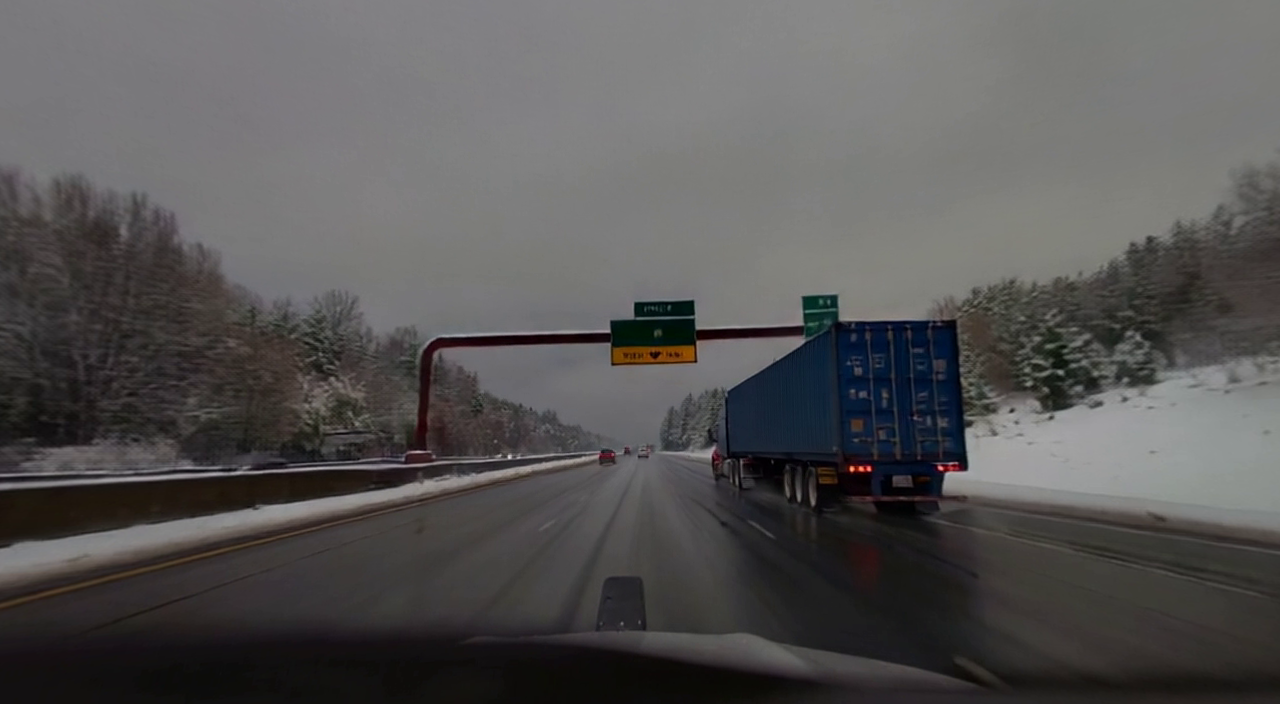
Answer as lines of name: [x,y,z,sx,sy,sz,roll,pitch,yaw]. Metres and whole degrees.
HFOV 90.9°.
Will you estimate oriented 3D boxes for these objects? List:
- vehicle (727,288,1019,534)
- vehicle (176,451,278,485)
vehicle: [4.662,1.923,16.802,2.821,4.046,12.876,0,-9,0]
vehicle: [-19.818,5.545,30.511,1.934,1.490,4.366,0,-9,0]
